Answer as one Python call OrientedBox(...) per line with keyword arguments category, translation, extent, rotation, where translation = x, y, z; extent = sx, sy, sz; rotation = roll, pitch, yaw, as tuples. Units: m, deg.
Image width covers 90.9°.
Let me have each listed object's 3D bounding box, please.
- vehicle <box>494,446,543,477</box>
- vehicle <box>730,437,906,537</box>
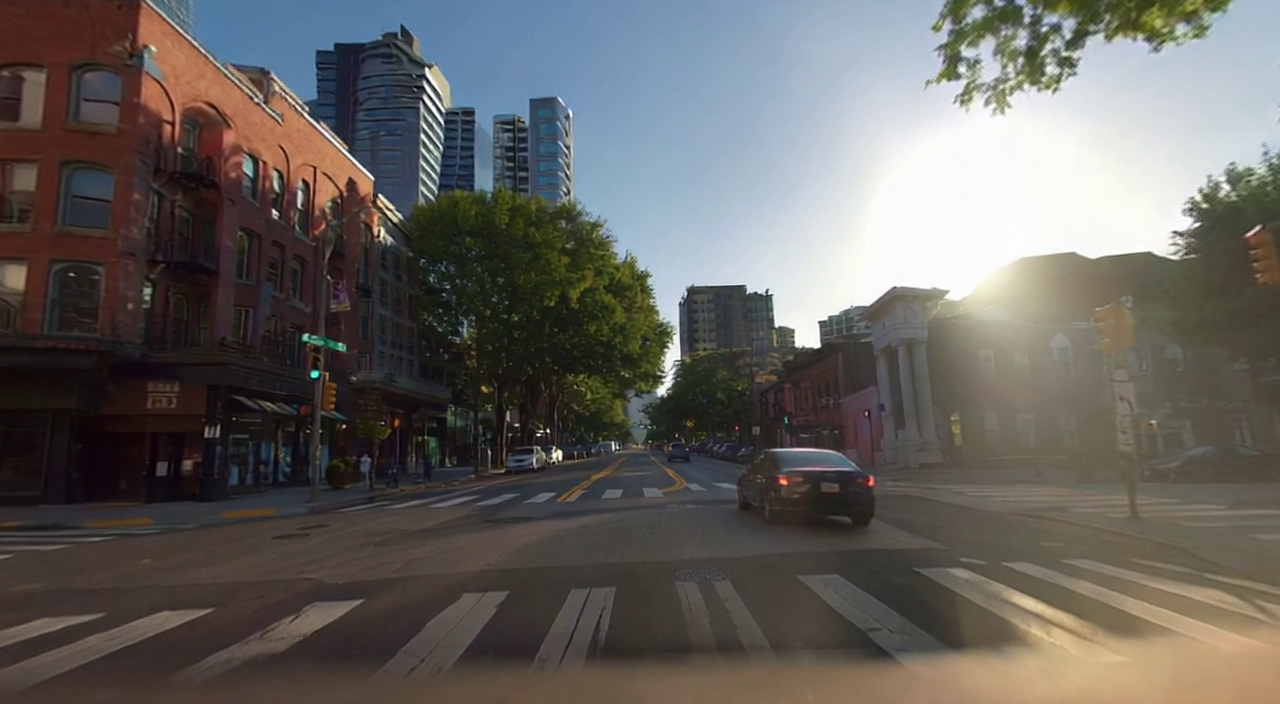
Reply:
OrientedBox(category="vehicle", translation=(-6.916, 6.252, 36.307), extent=(2.127, 1.533, 4.547), rotation=(-1, -8, -2))
OrientedBox(category="vehicle", translation=(2.962, 2.328, 11.533), extent=(2.014, 1.474, 4.090), rotation=(0, -8, 0))
